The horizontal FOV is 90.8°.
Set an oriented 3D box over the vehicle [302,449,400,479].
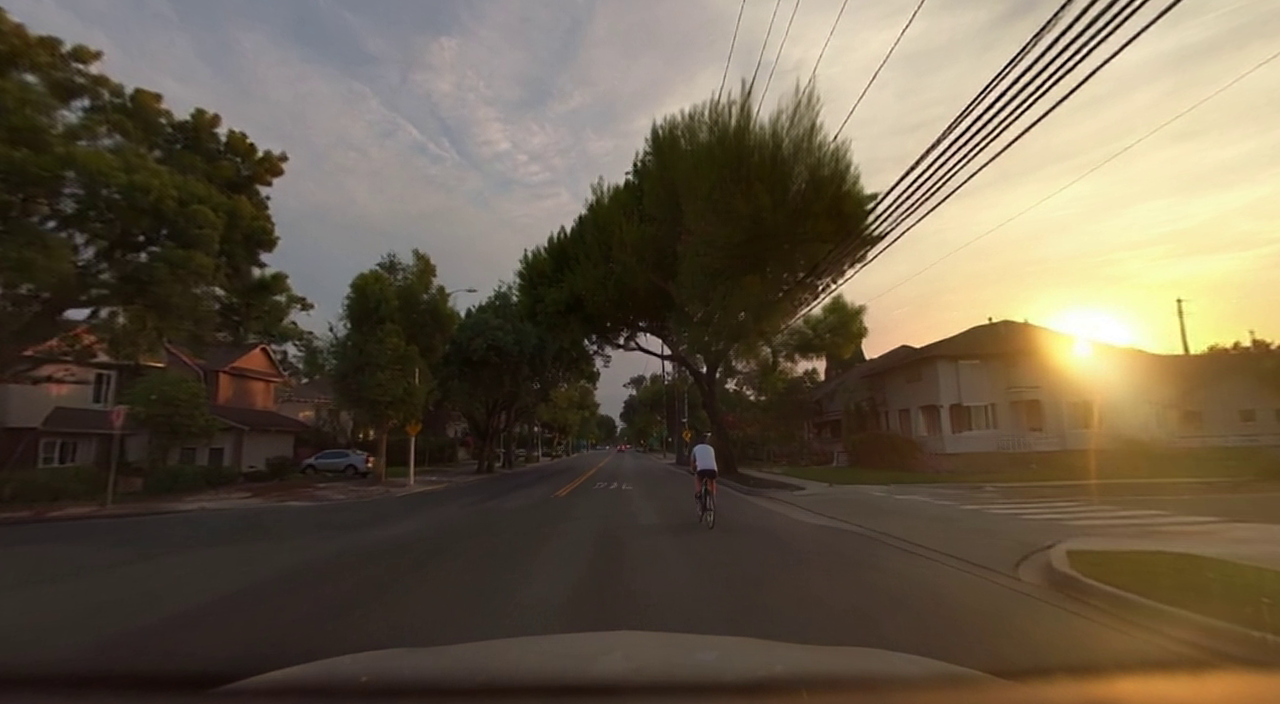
[{"bbox_3d":[-14.669,5.695,32.239,4.143,1.480,1.755,0,-9,-2],"label":"vehicle"}]
